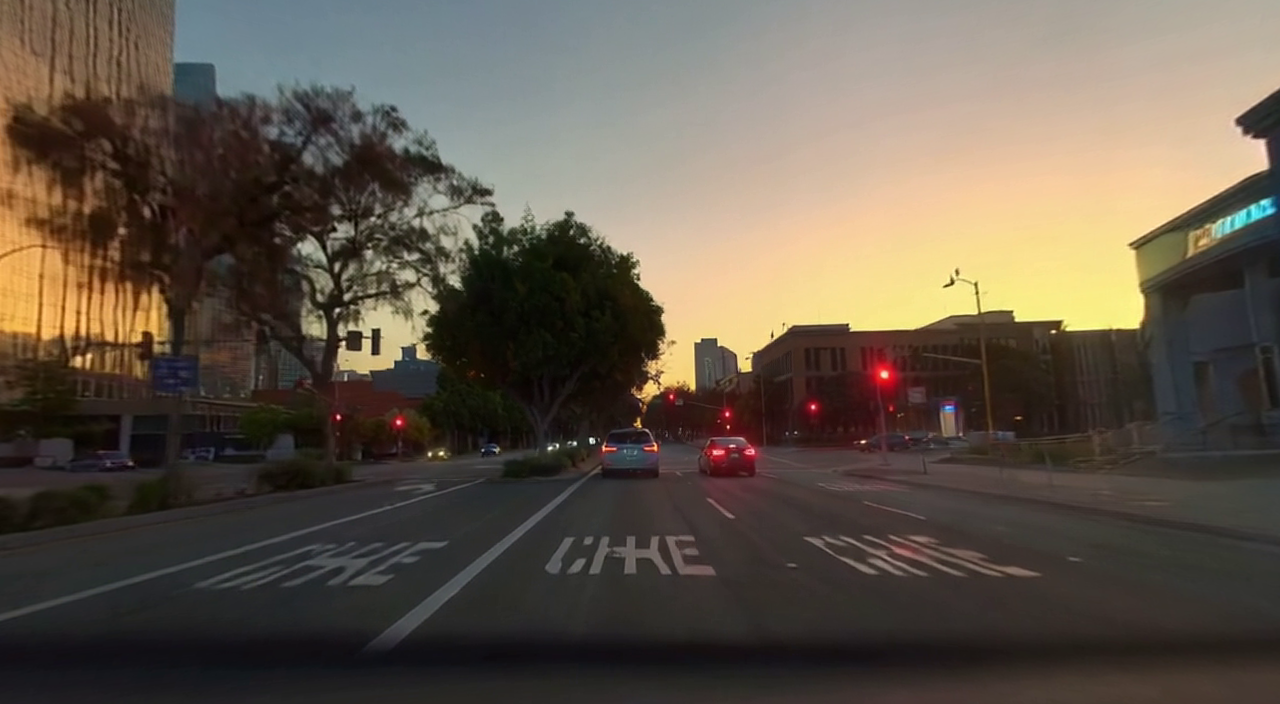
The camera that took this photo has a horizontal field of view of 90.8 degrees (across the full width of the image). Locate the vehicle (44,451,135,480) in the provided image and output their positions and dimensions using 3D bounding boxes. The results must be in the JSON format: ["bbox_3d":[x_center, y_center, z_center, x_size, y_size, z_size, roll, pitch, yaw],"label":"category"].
[{"bbox_3d":[-39.655,8.175,45.607,4.610,1.691,2.034,-3,-8,-2],"label":"vehicle"}]

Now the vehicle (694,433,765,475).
[{"bbox_3d":[3.421,4.011,25.026,2.080,1.472,4.401,0,-8,-1],"label":"vehicle"}]

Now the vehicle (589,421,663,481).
[{"bbox_3d":[-0.441,3.431,22.060,2.313,1.860,4.319,0,-8,0],"label":"vehicle"}]
